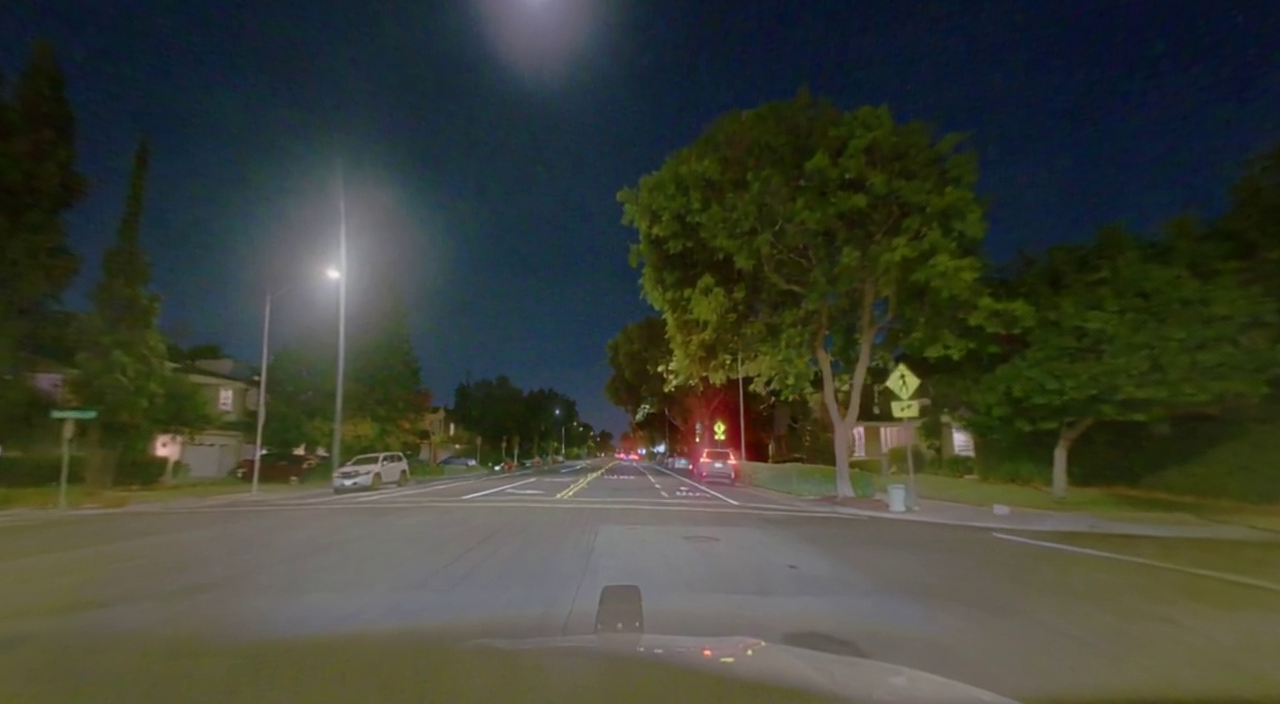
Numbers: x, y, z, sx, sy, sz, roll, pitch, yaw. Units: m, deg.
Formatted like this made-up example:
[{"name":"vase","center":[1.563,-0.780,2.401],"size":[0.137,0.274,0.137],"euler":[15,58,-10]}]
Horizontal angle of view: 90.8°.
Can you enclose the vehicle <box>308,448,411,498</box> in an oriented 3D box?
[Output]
[{"name":"vehicle","center":[-12.152,5.248,27.880],"size":[2.199,1.988,5.454],"euler":[0,-9,-2]}]

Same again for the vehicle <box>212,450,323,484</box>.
[{"name":"vehicle","center":[-19.414,6.010,33.101],"size":[4.450,1.677,2.027],"euler":[0,-9,-3]}]

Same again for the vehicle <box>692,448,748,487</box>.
[{"name":"vehicle","center":[3.824,5.631,30.988],"size":[2.027,1.751,4.433],"euler":[0,-9,-2]}]
